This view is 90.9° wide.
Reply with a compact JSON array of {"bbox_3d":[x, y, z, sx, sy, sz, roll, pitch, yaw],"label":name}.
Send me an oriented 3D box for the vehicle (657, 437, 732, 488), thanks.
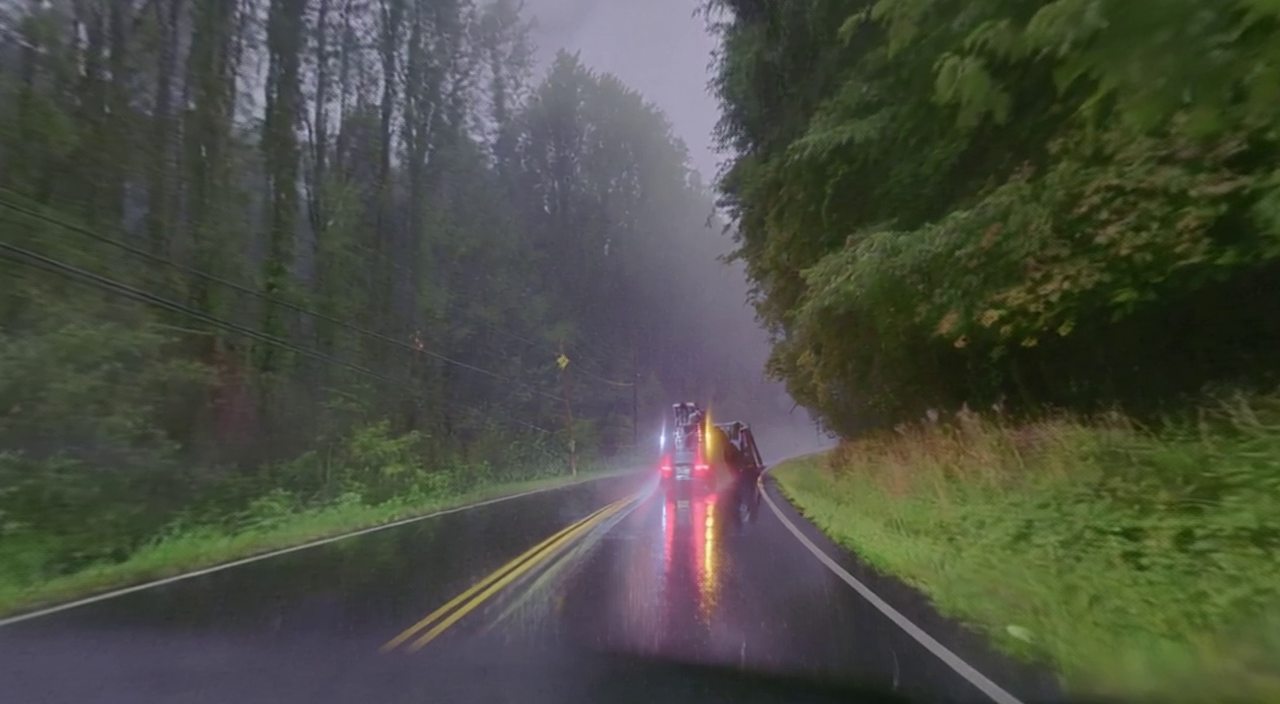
[{"bbox_3d":[1.896,3.586,20.758,2.196,1.465,4.294,-1,-9,8],"label":"vehicle"}]
